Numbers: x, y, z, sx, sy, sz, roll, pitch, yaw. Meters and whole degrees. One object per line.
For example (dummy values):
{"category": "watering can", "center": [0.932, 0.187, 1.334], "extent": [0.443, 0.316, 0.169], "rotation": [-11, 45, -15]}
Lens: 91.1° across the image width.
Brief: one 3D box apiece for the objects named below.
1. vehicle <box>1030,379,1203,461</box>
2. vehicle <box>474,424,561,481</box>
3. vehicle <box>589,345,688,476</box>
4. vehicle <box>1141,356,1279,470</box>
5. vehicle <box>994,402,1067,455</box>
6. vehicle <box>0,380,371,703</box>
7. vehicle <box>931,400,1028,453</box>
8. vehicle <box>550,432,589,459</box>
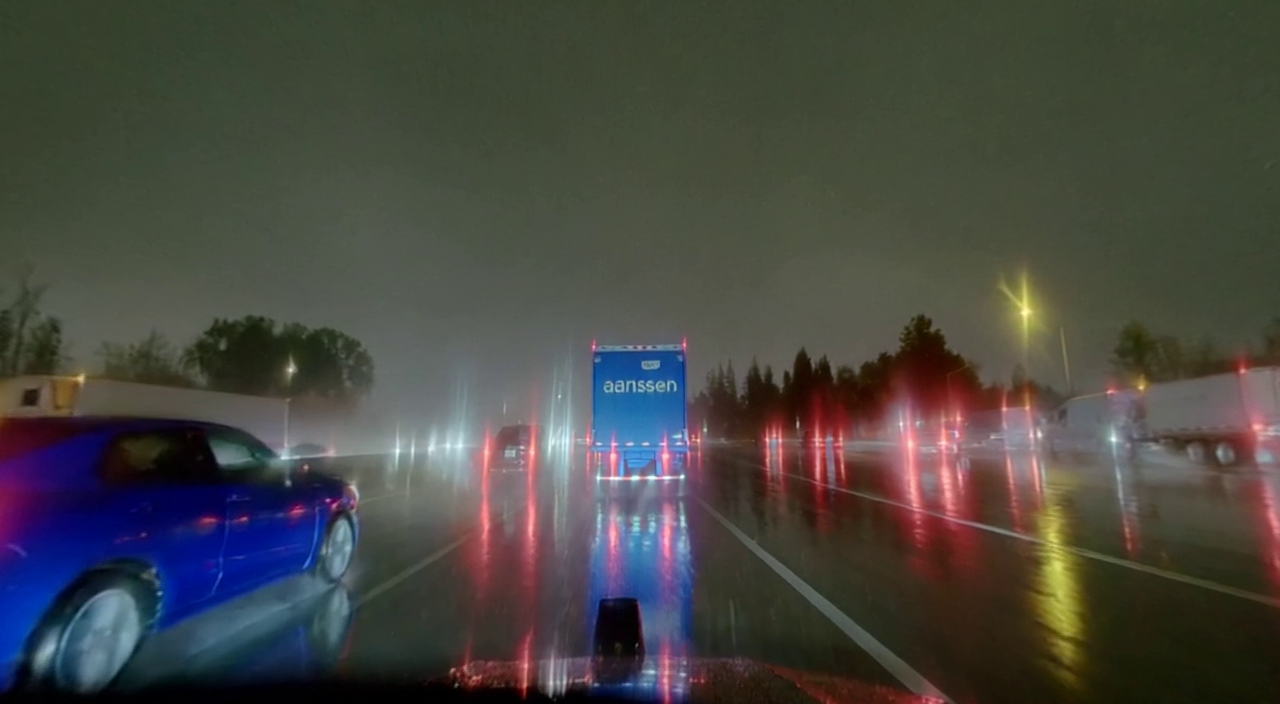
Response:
{"category": "vehicle", "center": [19.347, 2.888, 26.069], "extent": [2.443, 3.006, 5.844], "rotation": [0, -8, 0]}
{"category": "vehicle", "center": [-3.728, 3.135, 19.918], "extent": [1.946, 1.599, 4.073], "rotation": [0, -8, 0]}
{"category": "vehicle", "center": [-0.103, 2.602, 25.822], "extent": [3.171, 4.204, 11.036], "rotation": [0, -8, 0]}
{"category": "vehicle", "center": [19.115, 1.905, 19.115], "extent": [2.595, 3.137, 6.079], "rotation": [0, -7, 0]}
{"category": "vehicle", "center": [19.606, 3.850, 31.708], "extent": [1.658, 2.523, 2.851], "rotation": [0, -8, -1]}
{"category": "vehicle", "center": [-3.697, 1.071, 4.067], "extent": [1.964, 1.507, 4.361], "rotation": [0, -8, 0]}
{"category": "vehicle", "center": [18.927, 4.251, 35.474], "extent": [2.432, 2.753, 5.388], "rotation": [0, -8, 1]}
{"category": "vehicle", "center": [-4.200, 5.639, 38.113], "extent": [1.921, 1.524, 3.912], "rotation": [0, -8, 0]}
